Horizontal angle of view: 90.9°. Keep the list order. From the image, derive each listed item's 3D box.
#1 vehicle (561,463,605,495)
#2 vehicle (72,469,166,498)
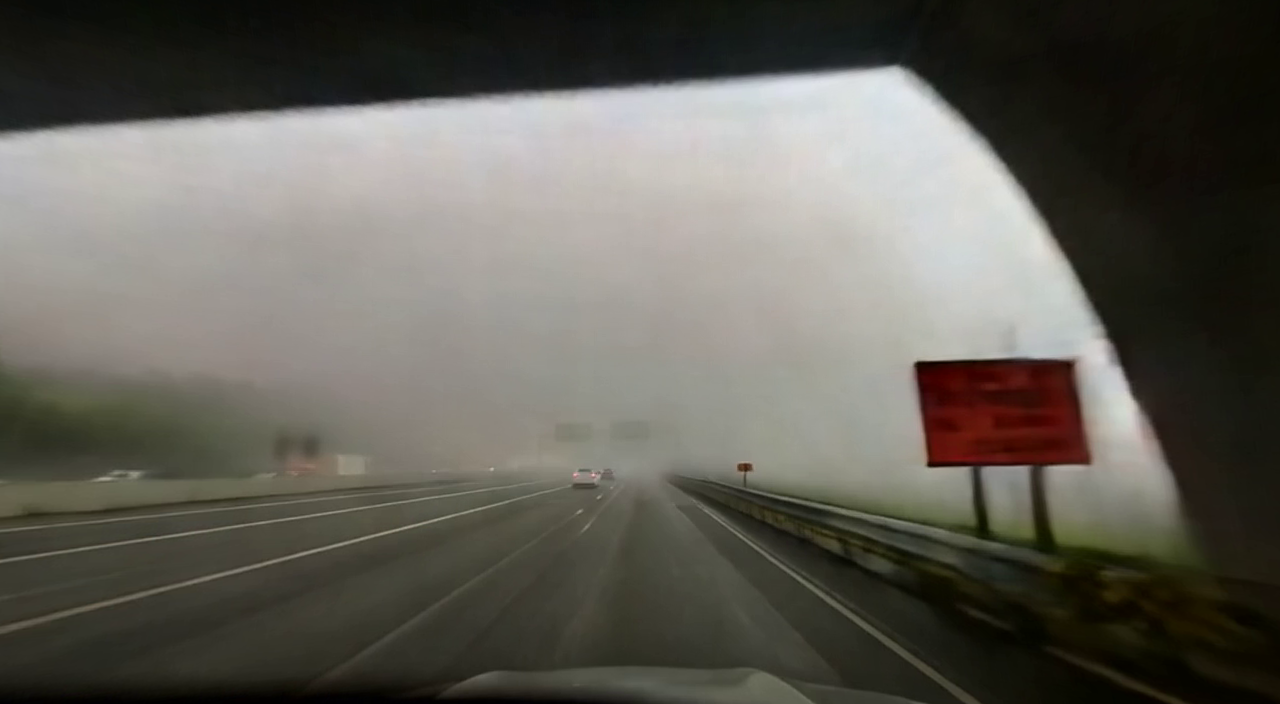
[{"bbox_3d":[-3.163,7.193,35.667,2.092,1.642,3.895,1,-11,0],"label":"vehicle"},{"bbox_3d":[-29.477,7.438,35.796,1.813,1.479,4.028,1,-11,0],"label":"vehicle"}]
